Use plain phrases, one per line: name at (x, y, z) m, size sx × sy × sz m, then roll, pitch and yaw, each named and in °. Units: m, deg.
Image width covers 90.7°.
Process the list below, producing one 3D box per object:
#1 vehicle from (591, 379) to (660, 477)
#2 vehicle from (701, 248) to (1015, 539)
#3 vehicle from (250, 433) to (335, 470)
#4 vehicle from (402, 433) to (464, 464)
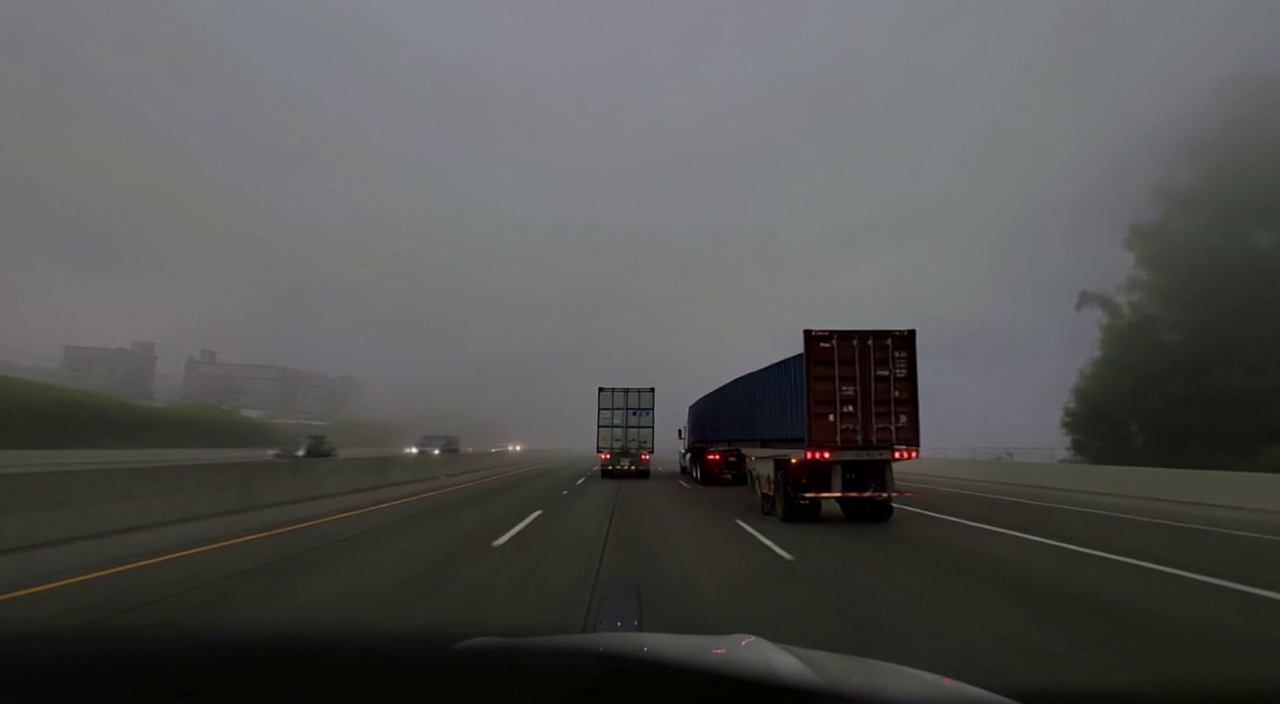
vehicle at (-0.546, 4.037, 32.410) m, size 2.841 × 4.071 × 12.046 m, roll -1°, pitch -8°, yaw 1°
vehicle at (3.587, 1.459, 15.167) m, size 2.803 × 4.072 × 12.744 m, roll 0°, pitch -9°, yaw -1°
vehicle at (-17.043, 4.887, 31.290) m, size 1.905 × 1.684 × 4.215 m, roll 0°, pitch -9°, yaw -3°
vehicle at (-13.180, 6.186, 40.659) m, size 2.220 × 1.787 × 5.560 m, roll 0°, pitch -9°, yaw -1°
